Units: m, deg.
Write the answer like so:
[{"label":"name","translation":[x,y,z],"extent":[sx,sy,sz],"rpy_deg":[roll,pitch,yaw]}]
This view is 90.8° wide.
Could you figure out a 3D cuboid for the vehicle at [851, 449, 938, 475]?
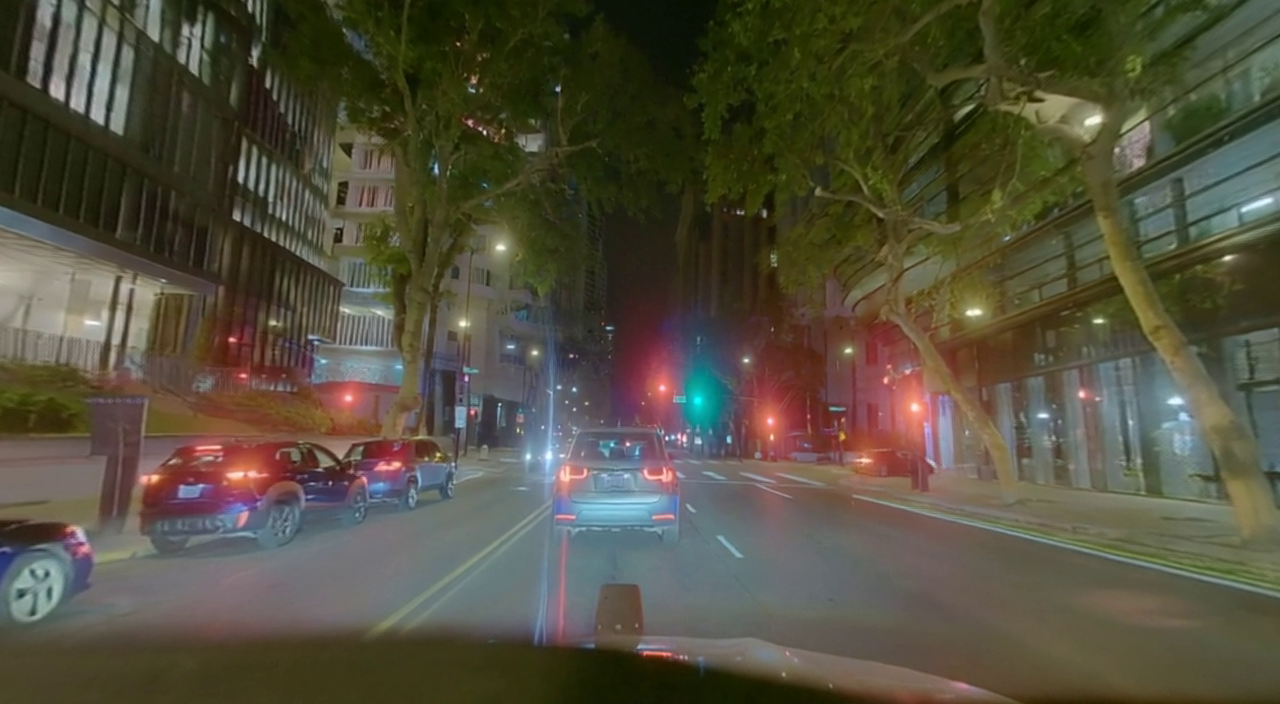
[{"label":"vehicle","translation":[15.992,6.904,39.795],"extent":[4.638,1.555,1.824],"rpy_deg":[0,-9,-3]}]

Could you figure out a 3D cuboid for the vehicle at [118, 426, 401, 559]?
[{"label":"vehicle","translation":[-5.770,2.153,10.465],"extent":[1.904,1.684,4.529],"rpy_deg":[0,-9,-1]}]

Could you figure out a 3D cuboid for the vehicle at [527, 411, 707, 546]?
[{"label":"vehicle","translation":[-0.267,1.898,10.009],"extent":[2.258,1.687,3.934],"rpy_deg":[0,-9,1]}]

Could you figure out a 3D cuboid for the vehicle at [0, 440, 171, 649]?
[{"label":"vehicle","translation":[-5.557,1.266,3.777],"extent":[1.841,1.466,4.364],"rpy_deg":[-1,-9,6]}]
